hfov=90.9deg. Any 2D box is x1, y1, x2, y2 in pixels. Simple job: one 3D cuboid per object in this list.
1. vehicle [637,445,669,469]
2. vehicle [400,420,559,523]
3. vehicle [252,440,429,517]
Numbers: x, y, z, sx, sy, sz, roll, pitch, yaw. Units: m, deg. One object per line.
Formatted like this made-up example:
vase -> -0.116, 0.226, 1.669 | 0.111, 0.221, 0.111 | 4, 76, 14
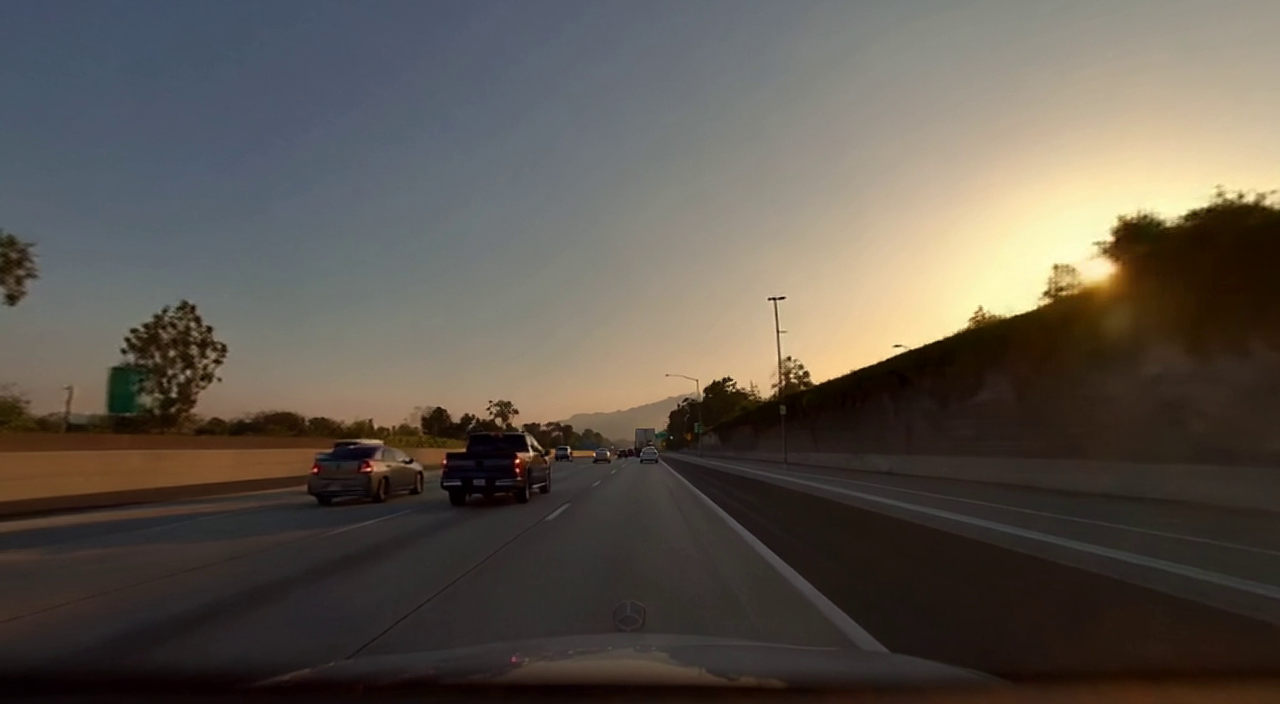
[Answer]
vehicle -> 0.878, 7.103, 42.912 | 2.073, 1.480, 4.343 | -1, -8, 1
vehicle -> -3.151, 2.472, 13.643 | 2.124, 1.787, 4.830 | -1, -8, 1
vehicle -> -6.546, 2.773, 14.444 | 1.887, 1.475, 4.316 | -1, -8, 1
